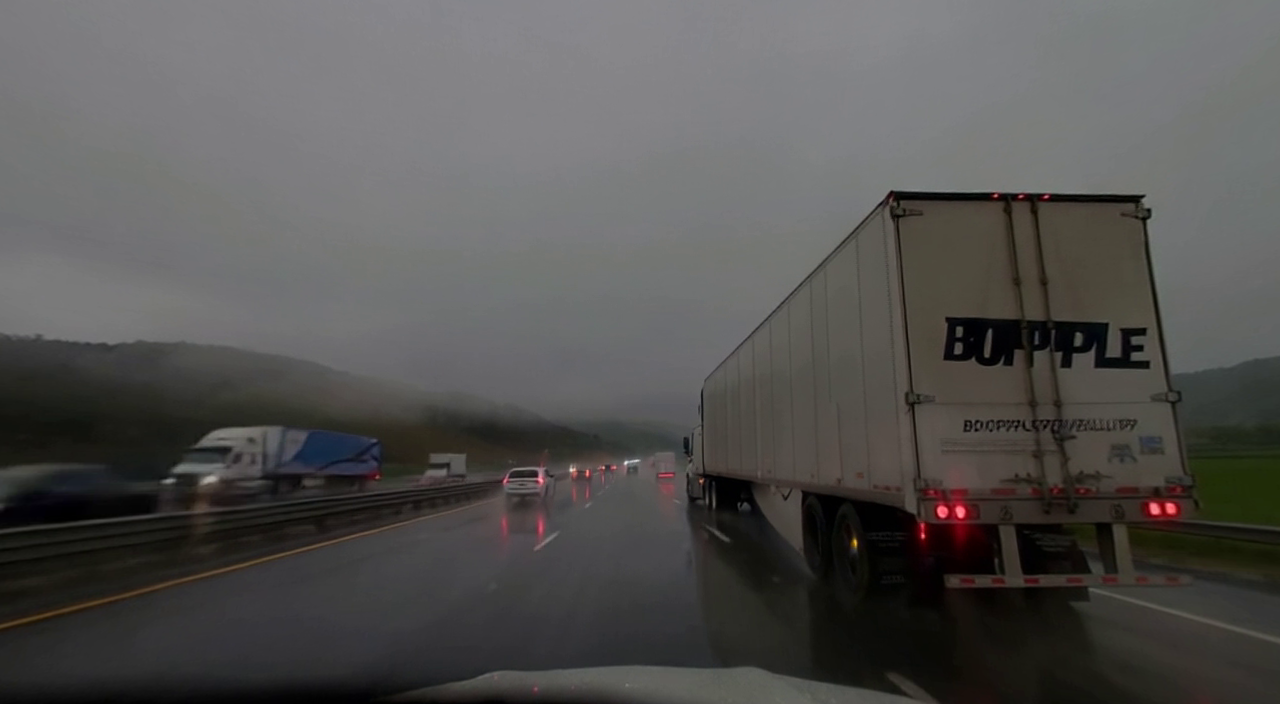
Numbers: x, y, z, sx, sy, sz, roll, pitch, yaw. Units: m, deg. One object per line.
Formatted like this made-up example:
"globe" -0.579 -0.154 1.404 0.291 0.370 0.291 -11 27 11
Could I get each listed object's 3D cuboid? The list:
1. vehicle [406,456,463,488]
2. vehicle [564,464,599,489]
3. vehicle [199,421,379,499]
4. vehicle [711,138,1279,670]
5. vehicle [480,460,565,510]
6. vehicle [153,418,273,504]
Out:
"vehicle" -16.042 9.446 49.586 2.306 2.274 6.398 1 -11 0
"vehicle" -4.114 8.906 45.174 2.063 1.671 4.197 1 -11 0
"vehicle" -19.969 6.557 37.684 2.843 3.696 13.964 1 -11 -1
"vehicle" 3.698 1.543 11.742 2.839 4.062 14.051 1 -11 -1
"vehicle" -4.071 4.733 22.737 2.088 1.566 4.853 1 -11 0
"vehicle" -19.801 5.090 29.494 2.859 3.706 3.474 1 -11 -1
